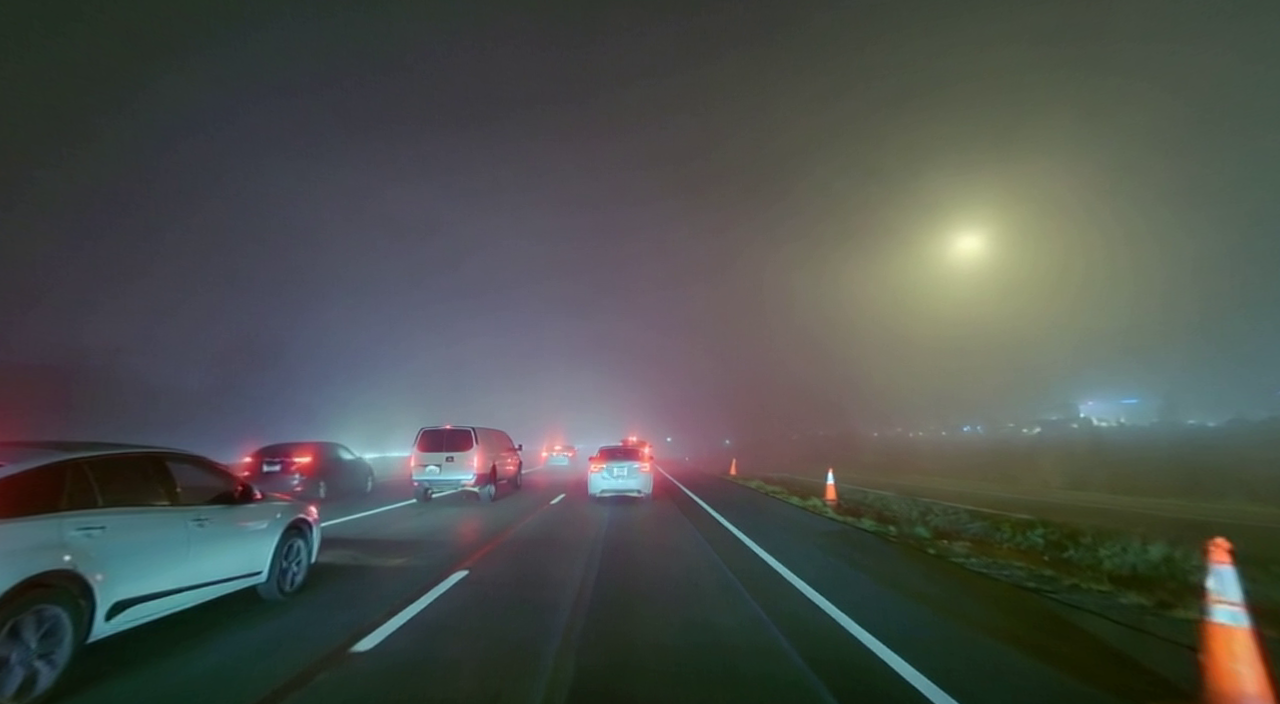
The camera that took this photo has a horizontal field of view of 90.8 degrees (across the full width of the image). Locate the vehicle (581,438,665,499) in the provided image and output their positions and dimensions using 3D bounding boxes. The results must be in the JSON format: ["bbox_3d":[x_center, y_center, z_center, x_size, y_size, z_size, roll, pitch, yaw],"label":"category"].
[{"bbox_3d":[-0.463,3.153,17.514,2.069,1.484,3.918,0,-9,-1],"label":"vehicle"}]

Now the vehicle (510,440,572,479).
[{"bbox_3d":[-3.972,4.361,25.925,1.824,1.459,4.007,0,-9,1],"label":"vehicle"}]

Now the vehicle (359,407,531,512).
[{"bbox_3d":[-4.283,2.518,15.214,2.324,2.012,5.740,0,-9,0],"label":"vehicle"}]

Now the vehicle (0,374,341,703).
[{"bbox_3d":[-3.898,1.042,3.734,2.041,1.604,4.384,0,-9,1],"label":"vehicle"}]
